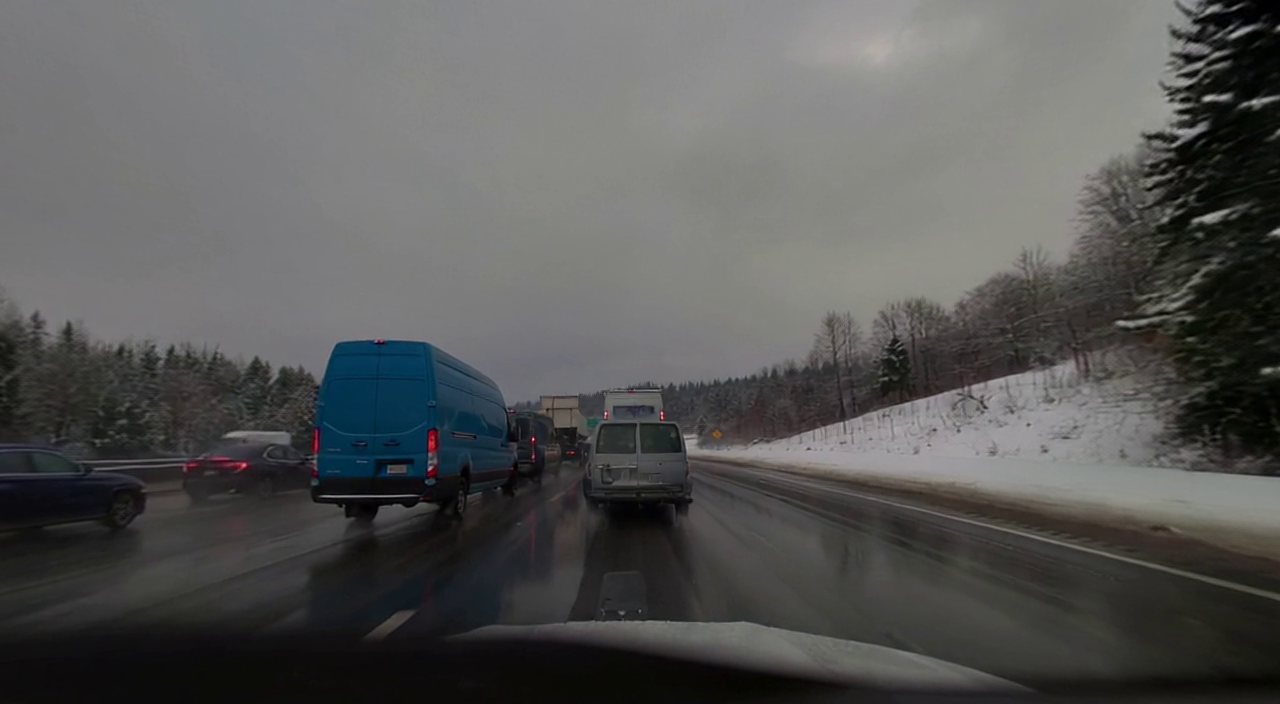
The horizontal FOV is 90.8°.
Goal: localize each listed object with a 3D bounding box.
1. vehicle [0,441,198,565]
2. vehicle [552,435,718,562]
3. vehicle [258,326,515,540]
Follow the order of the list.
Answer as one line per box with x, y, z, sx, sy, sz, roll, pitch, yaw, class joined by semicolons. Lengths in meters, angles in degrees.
-8.825;2.042;8.885;1.899;1.503;4.466;-1;-9;1;vehicle
-0.094;2.040;9.387;1.995;1.495;3.380;0;-9;-1;vehicle
-4.072;1.578;11.928;2.254;2.879;6.656;0;-9;-2;vehicle
